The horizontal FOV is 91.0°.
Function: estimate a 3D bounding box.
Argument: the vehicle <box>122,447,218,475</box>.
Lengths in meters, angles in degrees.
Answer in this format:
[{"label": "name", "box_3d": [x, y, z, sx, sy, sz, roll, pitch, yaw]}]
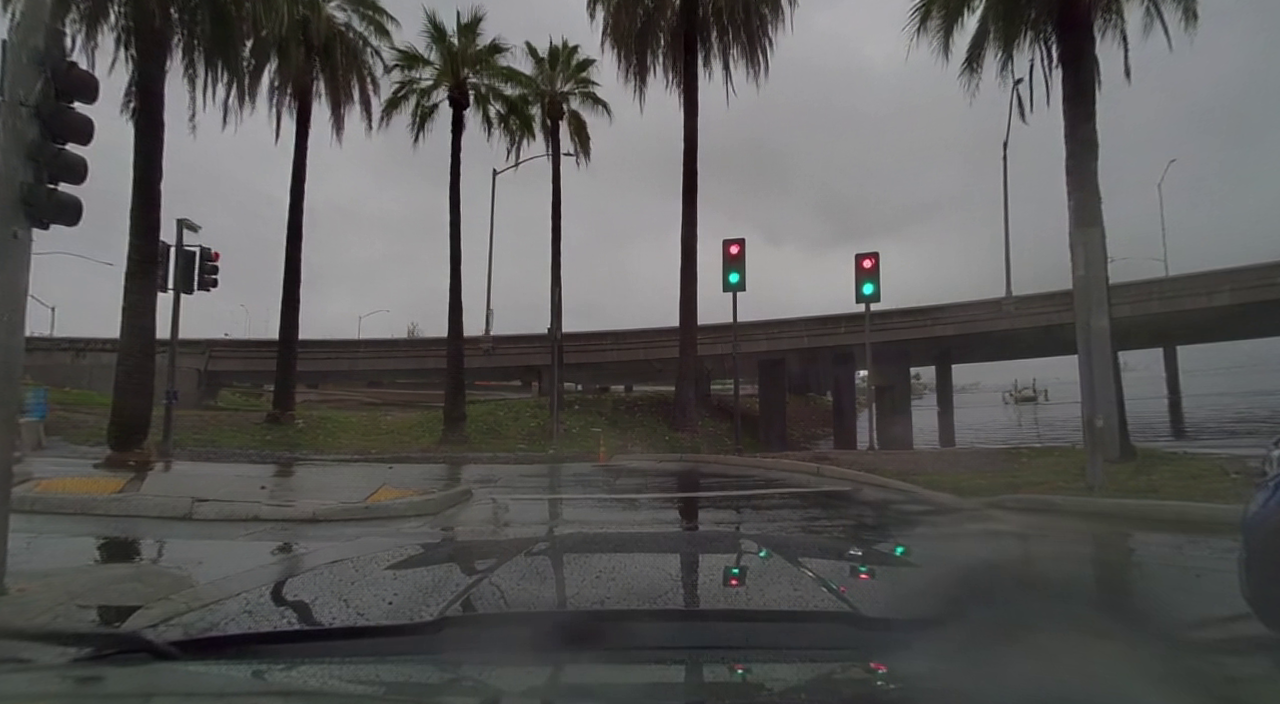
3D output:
[{"label": "vehicle", "box_3d": [-26.549, 6.164, 35.757, 1.830, 1.443, 4.551, 0, -9, 2]}]

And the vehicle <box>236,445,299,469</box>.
[{"label": "vehicle", "box_3d": [-26.268, 7.418, 44.556, 1.941, 1.631, 4.017, 0, -9, 0]}]

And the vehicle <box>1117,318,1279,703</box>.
[{"label": "vehicle", "box_3d": [3.473, 0.515, 0.779, 2.028, 1.770, 4.737, 0, -9, 0]}]
